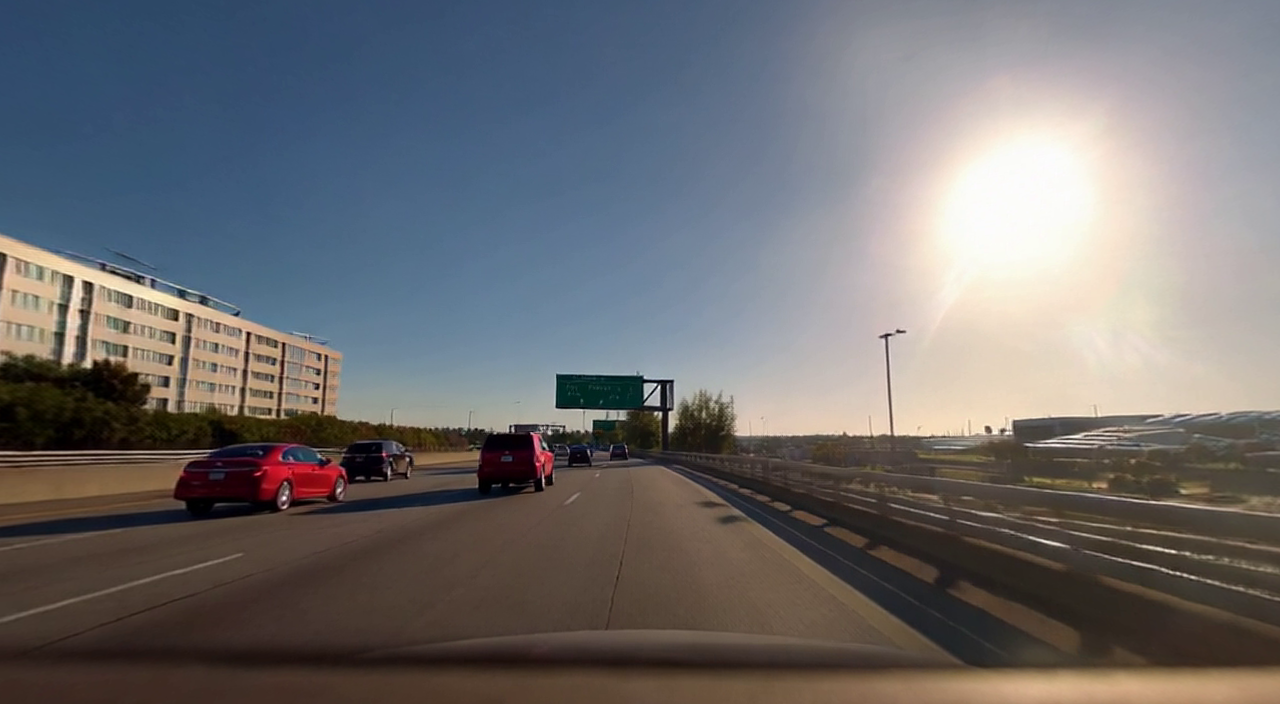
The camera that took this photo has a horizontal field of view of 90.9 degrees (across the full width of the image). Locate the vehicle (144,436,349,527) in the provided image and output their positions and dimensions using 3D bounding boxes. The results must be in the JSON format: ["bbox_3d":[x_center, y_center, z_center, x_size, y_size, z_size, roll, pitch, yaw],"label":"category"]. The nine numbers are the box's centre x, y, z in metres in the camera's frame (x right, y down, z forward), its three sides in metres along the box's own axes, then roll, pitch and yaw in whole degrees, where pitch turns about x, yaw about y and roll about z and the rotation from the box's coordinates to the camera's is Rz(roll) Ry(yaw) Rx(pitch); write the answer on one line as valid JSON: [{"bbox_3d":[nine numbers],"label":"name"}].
[{"bbox_3d":[-7.410,2.422,12.339,1.796,1.509,3.393,0,-8,0],"label":"vehicle"}]

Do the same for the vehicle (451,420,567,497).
[{"bbox_3d":[-3.754,3.181,19.261,2.301,1.985,5.247,0,-8,1],"label":"vehicle"}]

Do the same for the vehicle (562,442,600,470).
[{"bbox_3d":[-3.543,6.315,38.449,1.955,1.614,3.817,0,-8,0],"label":"vehicle"}]

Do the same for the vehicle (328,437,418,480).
[{"bbox_3d":[-11.309,4.530,27.085,1.919,1.665,4.394,0,-8,0],"label":"vehicle"}]
